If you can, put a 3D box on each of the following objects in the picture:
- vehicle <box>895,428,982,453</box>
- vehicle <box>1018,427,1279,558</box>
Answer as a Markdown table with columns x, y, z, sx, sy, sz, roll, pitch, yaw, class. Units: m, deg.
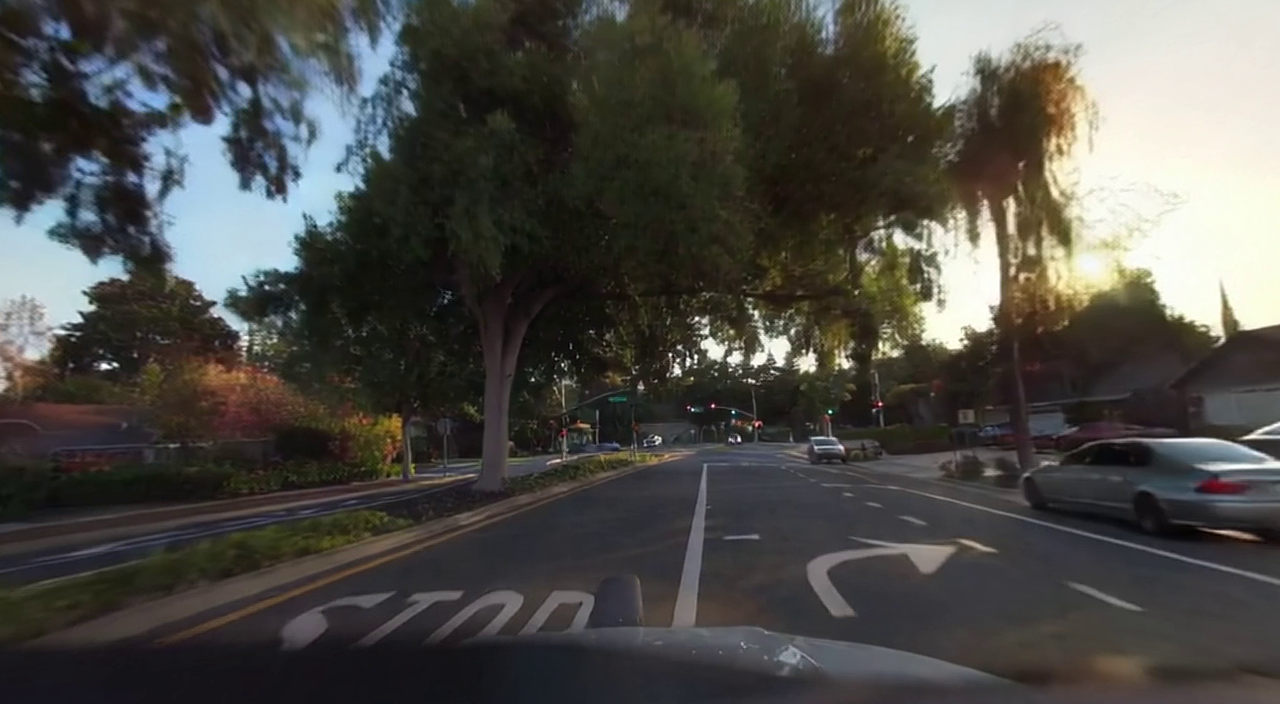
| x | y | z | sx | sy | sz | roll | pitch | yaw | class |
| --- | --- | --- | --- | --- | --- | --- | --- | --- | --- |
| 19.697 | 5.851 | 41.873 | 4.702 | 1.595 | 1.986 | -1 | -9 | 6 | vehicle |
| 7.656 | 1.874 | 9.168 | 1.917 | 1.440 | 4.335 | -1 | -8 | 5 | vehicle |
